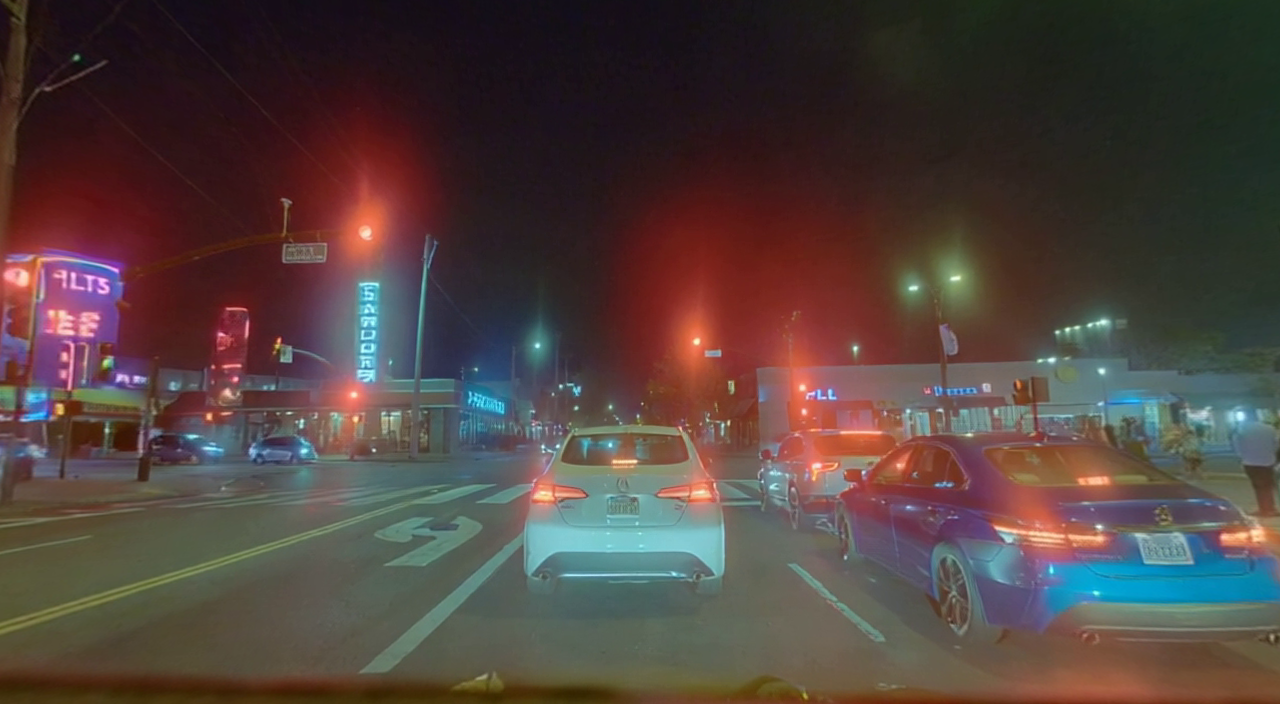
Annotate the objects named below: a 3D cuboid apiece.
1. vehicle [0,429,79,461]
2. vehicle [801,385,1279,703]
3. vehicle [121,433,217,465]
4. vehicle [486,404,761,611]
[{"bbox_3d":[-33.315,5.127,34.761,4.164,1.652,2.087,-4,-9,26],"label":"vehicle"},{"bbox_3d":[3.038,1.320,5.524,1.983,1.654,4.354,0,-8,-2],"label":"vehicle"},{"bbox_3d":[-25.331,5.215,33.982,4.253,1.570,2.132,-4,-9,22],"label":"vehicle"},{"bbox_3d":[-0.130,1.555,7.316,2.123,1.589,4.702,0,-8,0],"label":"vehicle"}]
